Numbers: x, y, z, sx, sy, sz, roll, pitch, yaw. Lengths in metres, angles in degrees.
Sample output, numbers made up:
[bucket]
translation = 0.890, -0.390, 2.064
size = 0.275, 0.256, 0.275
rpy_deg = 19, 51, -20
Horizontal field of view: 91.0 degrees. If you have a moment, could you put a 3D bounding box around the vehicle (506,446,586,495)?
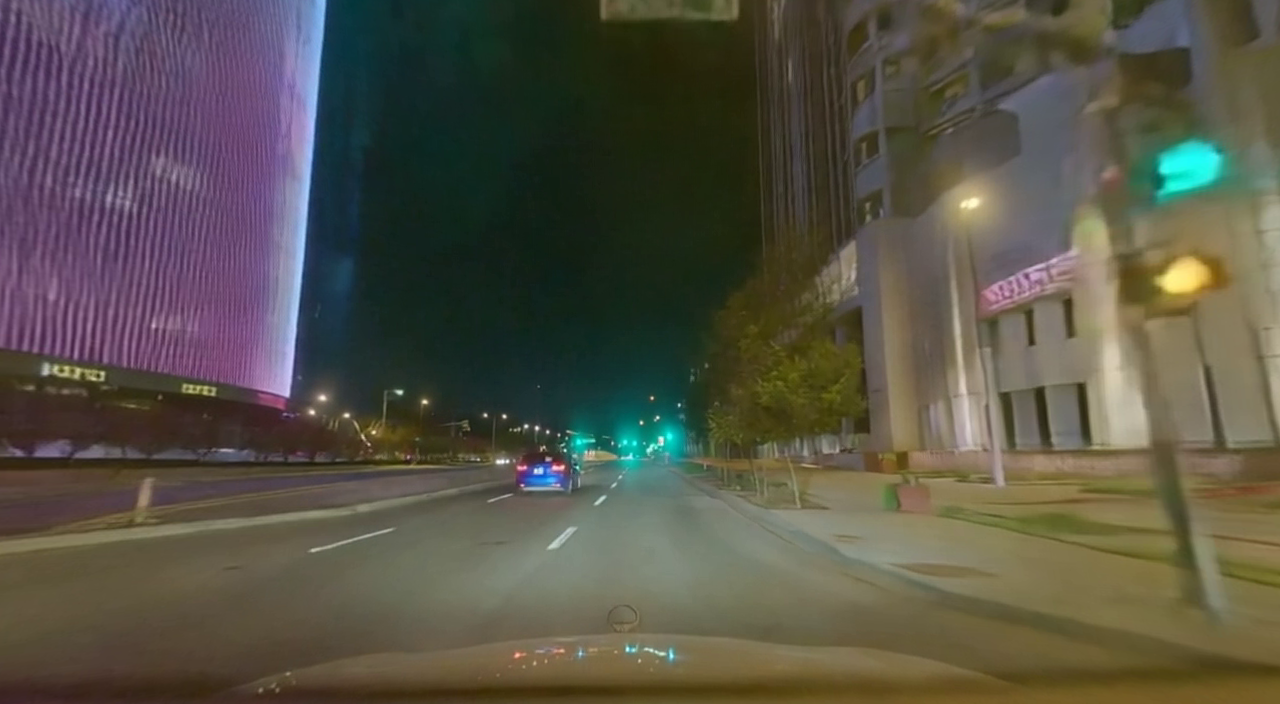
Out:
[vehicle]
translation = -3.098, 4.020, 21.748
size = 1.971, 1.486, 4.380
rpy_deg = 0, -9, 1
